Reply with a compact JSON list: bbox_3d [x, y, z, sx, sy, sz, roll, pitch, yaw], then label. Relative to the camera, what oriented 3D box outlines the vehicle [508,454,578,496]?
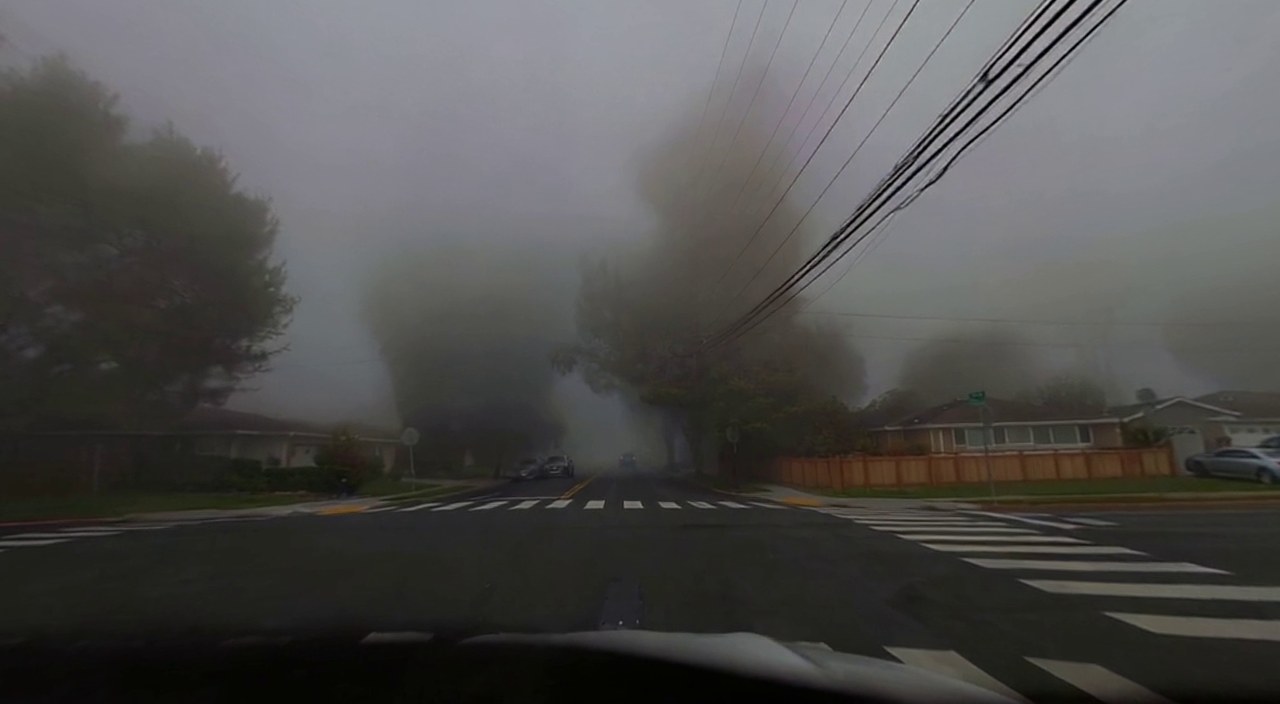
[{"bbox_3d":[-3.722,4.817,25.060,2.102,1.463,4.024,0,-9,1],"label":"vehicle"}]

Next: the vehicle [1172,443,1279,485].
[{"bbox_3d":[23.328,4.222,24.094,1.841,1.448,4.688,0,-9,-2],"label":"vehicle"}]
